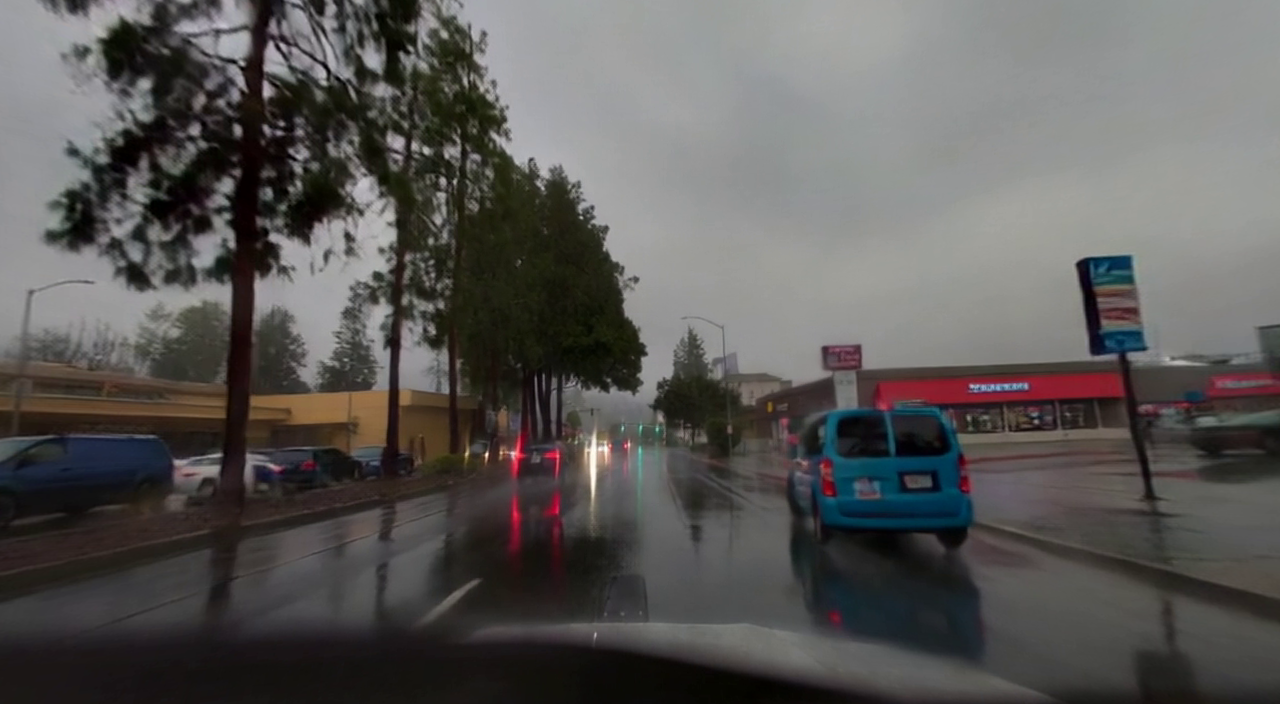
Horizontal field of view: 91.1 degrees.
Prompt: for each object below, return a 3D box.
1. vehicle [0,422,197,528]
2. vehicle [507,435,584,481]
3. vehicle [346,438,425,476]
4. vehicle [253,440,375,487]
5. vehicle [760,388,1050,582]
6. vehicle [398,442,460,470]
[{"bbox_3d":[-11.997,2.438,12.922,2.117,1.787,4.917,0,-8,0],"label":"vehicle"},{"bbox_3d":[-3.283,3.779,22.618,1.966,1.481,4.385,0,-8,2],"label":"vehicle"},{"bbox_3d":[-11.677,4.834,29.087,1.852,1.621,4.166,0,-8,1],"label":"vehicle"},{"bbox_3d":[-11.576,3.966,22.686,1.959,1.488,4.390,0,-8,1],"label":"vehicle"},{"bbox_3d":[2.898,1.575,8.218,2.293,1.779,4.457,-1,-8,7],"label":"vehicle"},{"bbox_3d":[-11.788,5.809,35.357,1.948,1.453,4.431,0,-8,0],"label":"vehicle"}]
